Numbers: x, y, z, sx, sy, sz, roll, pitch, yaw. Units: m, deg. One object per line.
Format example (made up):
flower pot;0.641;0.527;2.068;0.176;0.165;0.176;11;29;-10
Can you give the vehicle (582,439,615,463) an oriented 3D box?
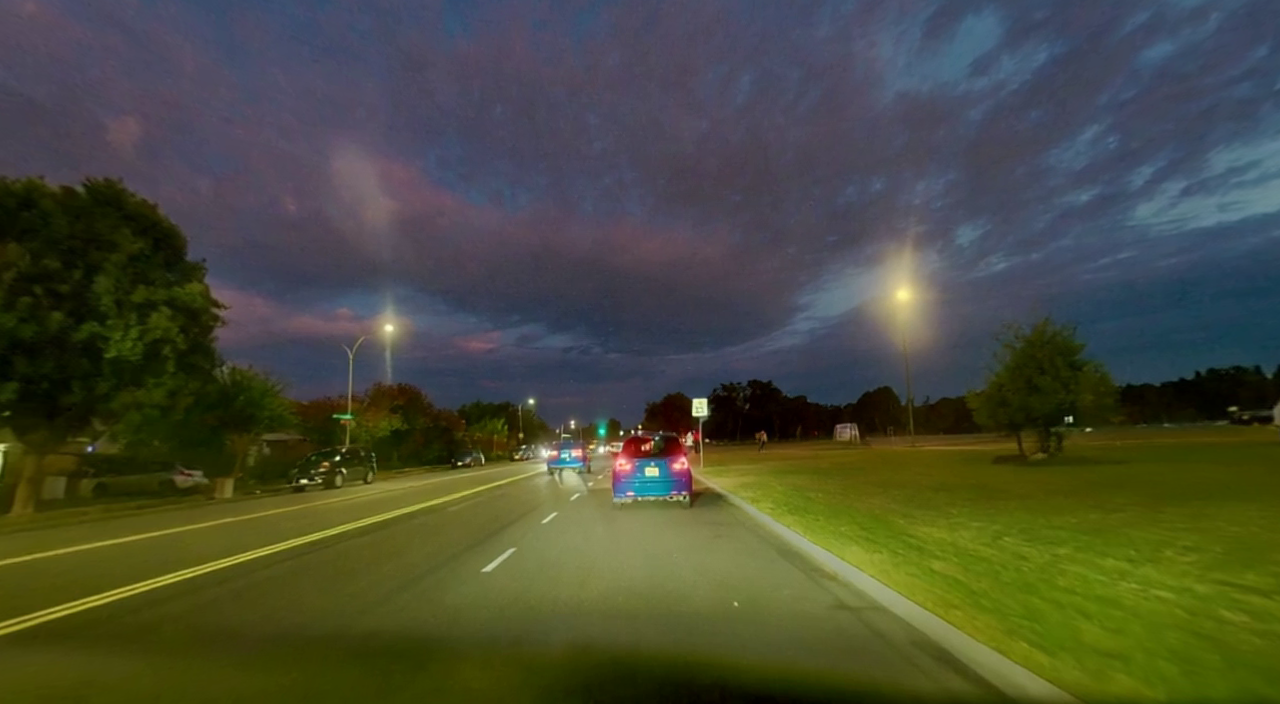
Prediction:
vehicle;-2.906;7.028;44.804;2.007;1.615;3.758;0;-8;1

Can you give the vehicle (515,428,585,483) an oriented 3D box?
vehicle;-3.168;3.741;22.936;1.908;1.809;4.230;0;-8;1

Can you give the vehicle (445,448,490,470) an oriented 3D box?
vehicle;-12.177;7.599;44.604;1.887;1.469;4.691;0;-9;-1

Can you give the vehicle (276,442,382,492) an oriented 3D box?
vehicle;-12.360;4.576;25.361;1.928;1.800;4.632;0;-8;-1

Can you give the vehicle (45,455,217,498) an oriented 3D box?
vehicle;-18.825;4.606;23.395;4.635;1.487;1.969;0;-9;-1
